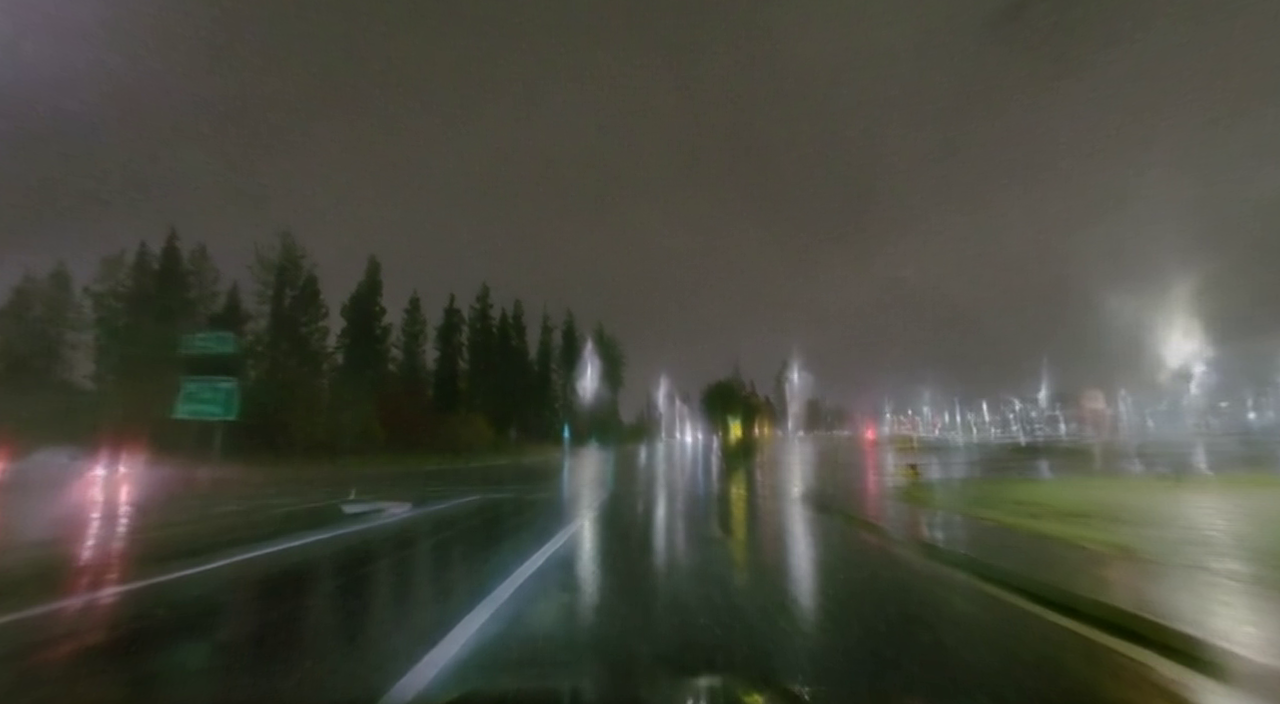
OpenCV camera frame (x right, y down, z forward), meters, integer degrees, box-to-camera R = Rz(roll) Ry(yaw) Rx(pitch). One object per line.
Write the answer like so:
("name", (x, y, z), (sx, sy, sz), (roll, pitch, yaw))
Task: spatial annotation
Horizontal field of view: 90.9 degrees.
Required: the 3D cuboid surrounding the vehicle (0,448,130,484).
("vehicle", (-25.629, 4.964, 27.668), (4.935, 1.476, 2.141), (-1, -8, 8))
